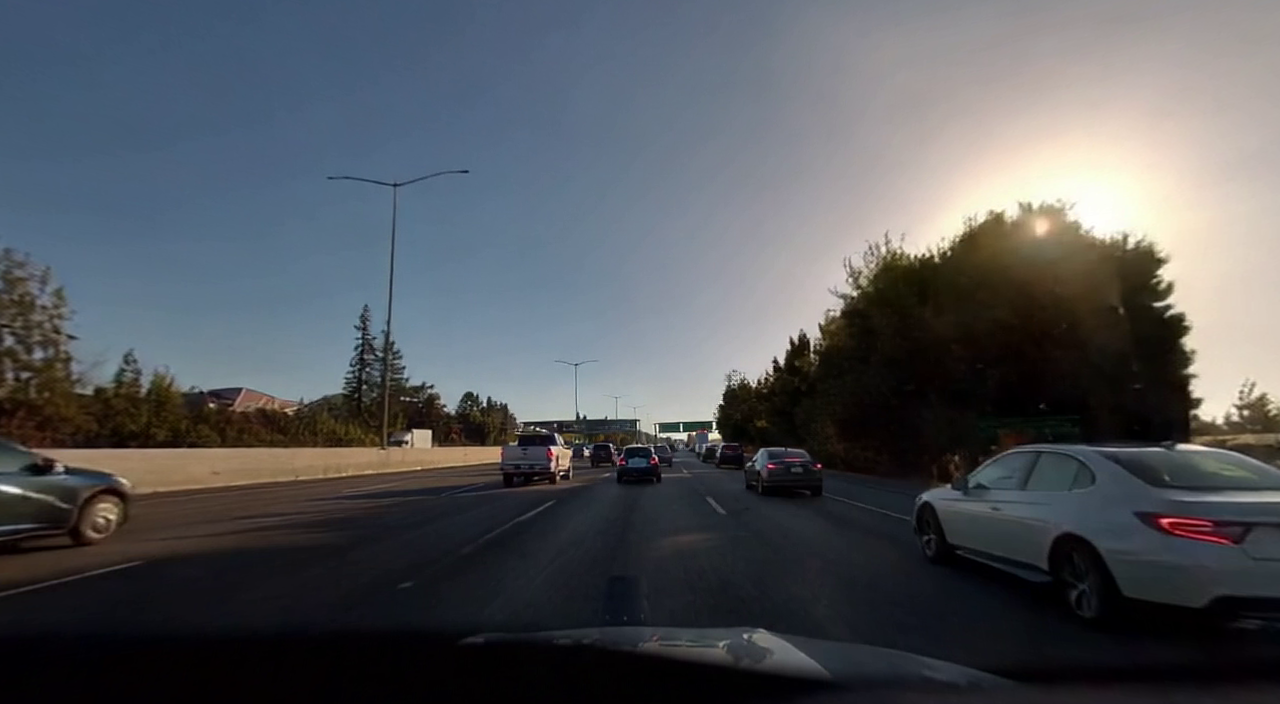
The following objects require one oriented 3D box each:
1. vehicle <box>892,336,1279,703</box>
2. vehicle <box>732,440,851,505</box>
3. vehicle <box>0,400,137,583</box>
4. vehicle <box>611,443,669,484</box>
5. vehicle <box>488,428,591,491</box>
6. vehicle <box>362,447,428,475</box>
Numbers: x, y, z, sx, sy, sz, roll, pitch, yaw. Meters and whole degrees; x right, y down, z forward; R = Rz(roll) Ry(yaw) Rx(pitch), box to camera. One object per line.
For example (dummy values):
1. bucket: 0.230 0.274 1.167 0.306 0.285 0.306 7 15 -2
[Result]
1. vehicle: 3.857 1.122 4.810 1.999 1.777 4.578 0 -8 1
2. vehicle: 3.866 3.150 17.070 1.907 1.474 4.840 0 -8 -2
3. vehicle: -7.457 1.246 5.336 2.191 1.789 4.960 0 -8 2
4. vehicle: 0.099 4.334 24.861 2.070 1.456 4.029 -1 -8 3
5. vehicle: -3.284 3.701 22.177 2.395 1.892 5.995 0 -8 2
6. vehicle: -17.448 7.760 45.287 2.160 1.888 5.408 -1 -8 5
